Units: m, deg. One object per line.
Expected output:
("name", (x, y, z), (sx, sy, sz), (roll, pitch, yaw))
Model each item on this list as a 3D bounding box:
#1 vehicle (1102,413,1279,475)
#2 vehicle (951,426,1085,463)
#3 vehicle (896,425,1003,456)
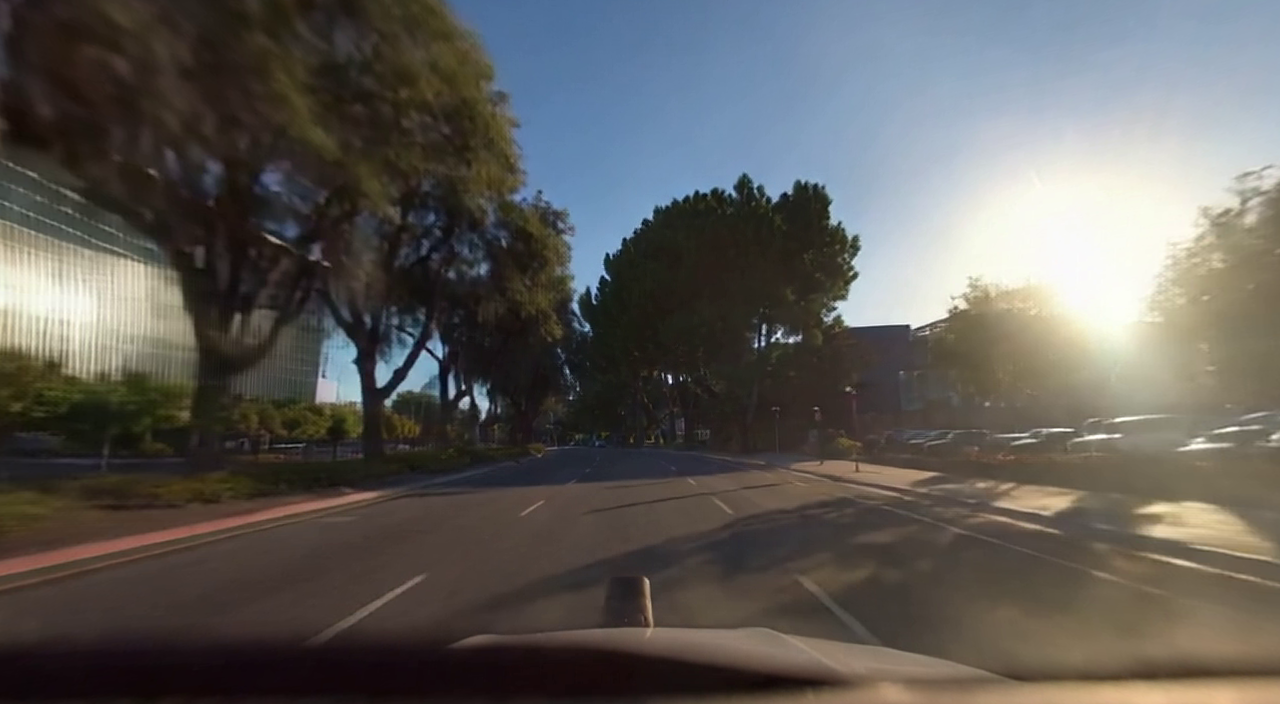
("vehicle", (16.647, 2.707, 18.804), (4.230, 1.715, 2.000), (0, -7, -5))
("vehicle", (15.472, 3.780, 25.995), (4.120, 1.357, 2.170), (-2, -6, 3))
("vehicle", (16.006, 4.601, 32.727), (4.526, 1.517, 1.979), (1, -8, -5))
